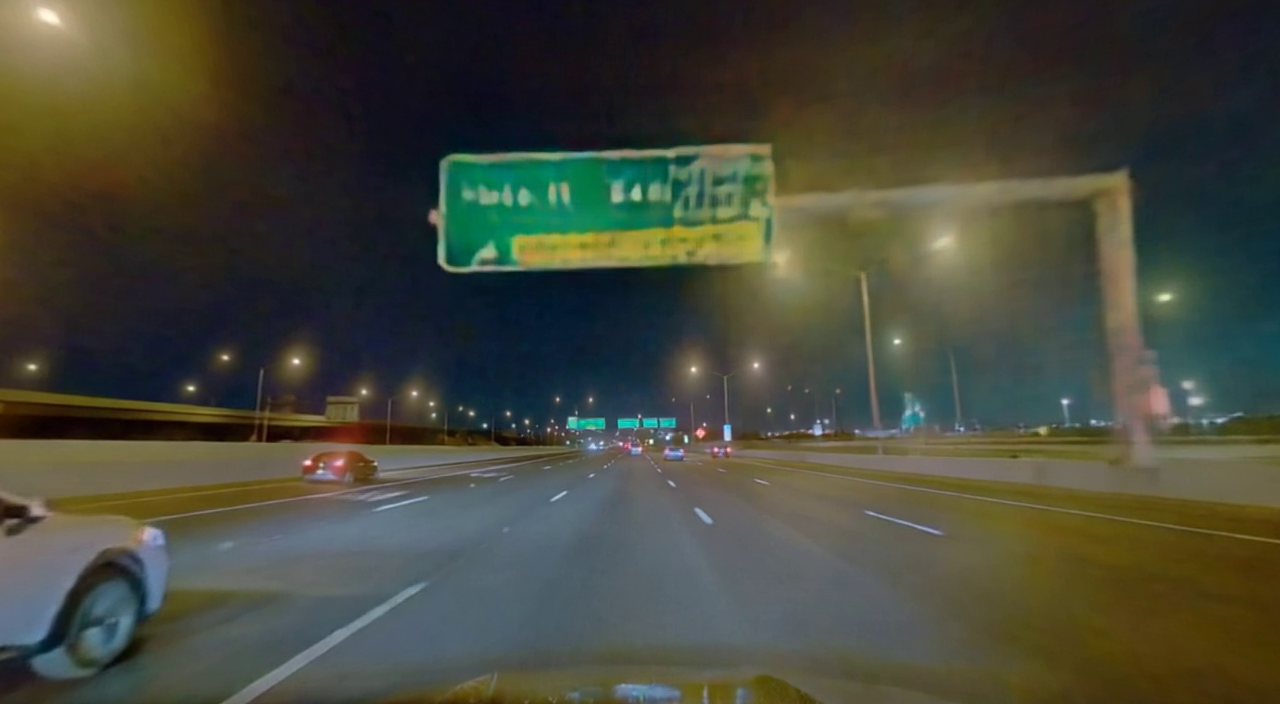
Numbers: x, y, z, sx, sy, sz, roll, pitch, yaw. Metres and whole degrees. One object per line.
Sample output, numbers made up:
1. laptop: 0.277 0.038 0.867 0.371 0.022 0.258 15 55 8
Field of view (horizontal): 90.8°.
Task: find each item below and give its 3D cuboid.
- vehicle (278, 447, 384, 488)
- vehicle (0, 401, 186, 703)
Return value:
1. vehicle: -11.419 4.253 23.720 1.861 1.373 4.211 0 -8 0
2. vehicle: -4.033 0.835 1.864 2.051 1.516 4.493 0 -8 0
